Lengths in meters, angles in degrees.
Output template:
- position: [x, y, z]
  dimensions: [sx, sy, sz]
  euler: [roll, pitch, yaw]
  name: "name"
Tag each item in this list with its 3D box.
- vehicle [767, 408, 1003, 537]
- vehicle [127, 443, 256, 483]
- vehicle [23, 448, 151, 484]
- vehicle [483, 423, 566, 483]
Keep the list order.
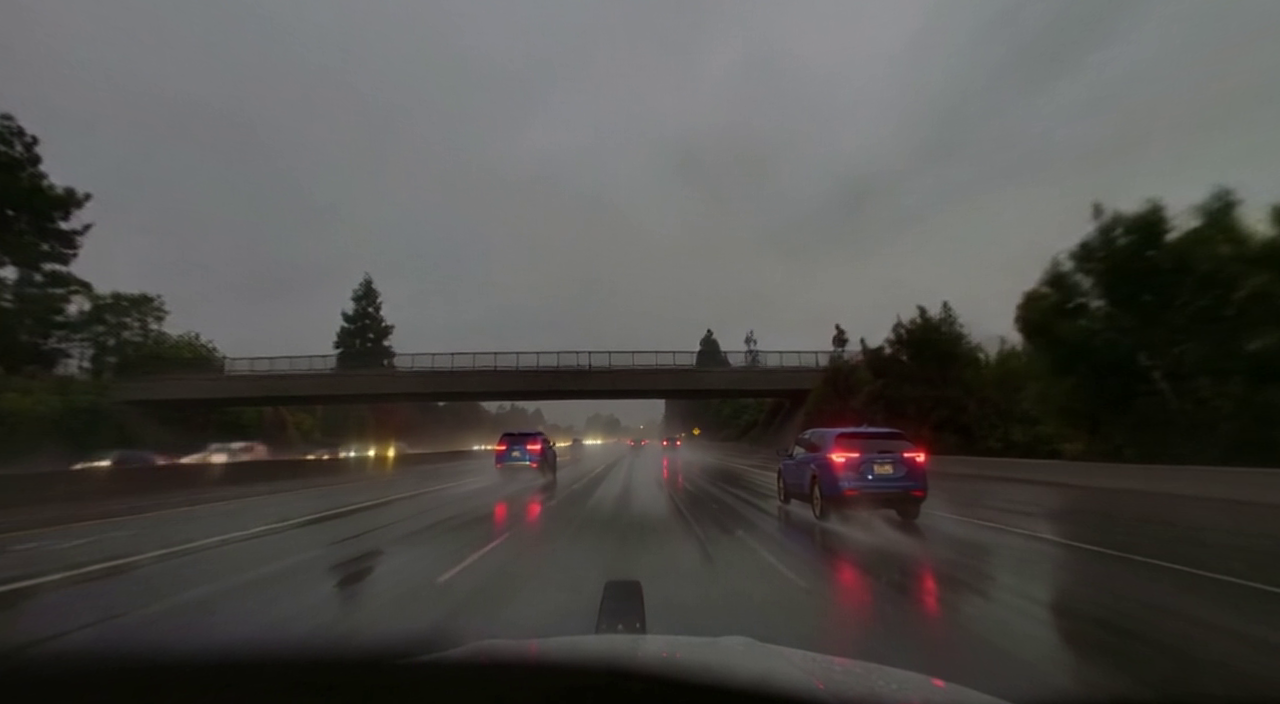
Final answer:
- position: [3.809, 1.992, 10.954]
  dimensions: [2.185, 1.749, 4.477]
  euler: [0, -9, -1]
  name: "vehicle"
- position: [-18.603, 4.607, 26.551]
  dimensions: [1.915, 1.518, 4.778]
  euler: [0, -9, 0]
  name: "vehicle"
- position: [-26.160, 5.389, 30.140]
  dimensions: [1.986, 1.567, 4.535]
  euler: [0, -9, 0]
  name: "vehicle"
- position: [-3.933, 3.569, 22.385]
  dimensions: [2.018, 1.872, 4.728]
  euler: [0, -9, 0]
  name: "vehicle"
